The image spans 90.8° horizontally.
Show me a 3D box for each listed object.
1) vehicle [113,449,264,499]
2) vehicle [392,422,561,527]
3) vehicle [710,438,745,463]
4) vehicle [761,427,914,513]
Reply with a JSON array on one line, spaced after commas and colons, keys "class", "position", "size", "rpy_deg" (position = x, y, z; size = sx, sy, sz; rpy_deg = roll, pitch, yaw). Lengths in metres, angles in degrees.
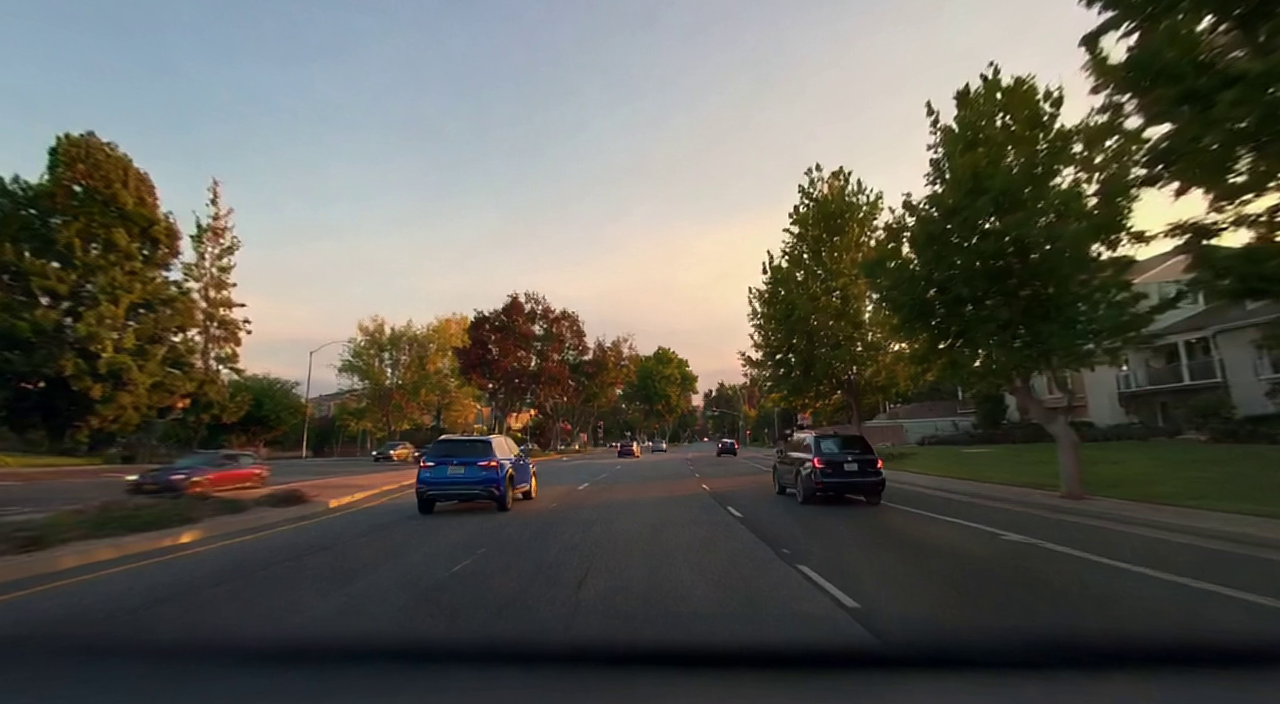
[{"class": "vehicle", "position": [-14.931, 4.015, 21.239], "size": [1.767, 1.433, 4.352], "rpy_deg": [0, -8, 1]}, {"class": "vehicle", "position": [-2.953, 2.339, 12.642], "size": [2.045, 1.688, 4.632], "rpy_deg": [0, -8, 1]}, {"class": "vehicle", "position": [6.153, 6.943, 44.701], "size": [2.169, 1.669, 4.037], "rpy_deg": [-1, -8, 4]}, {"class": "vehicle", "position": [4.281, 2.627, 14.577], "size": [2.132, 1.659, 4.387], "rpy_deg": [0, -8, 1]}]
